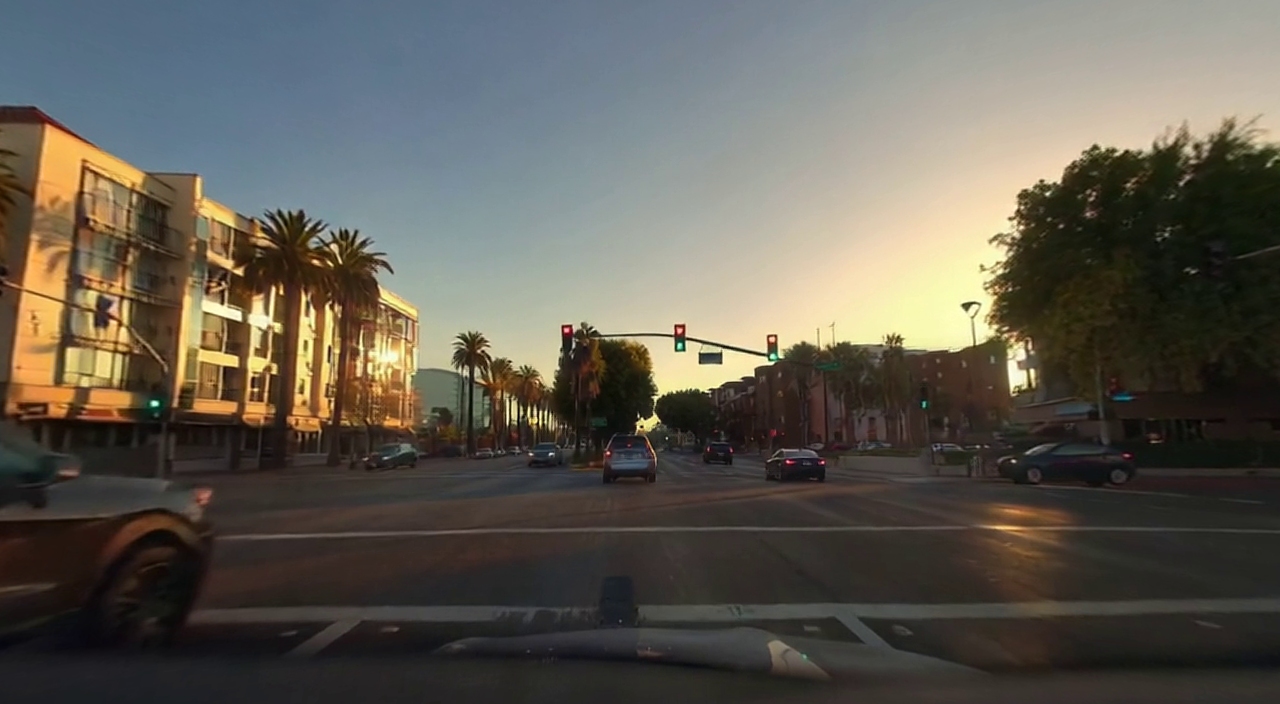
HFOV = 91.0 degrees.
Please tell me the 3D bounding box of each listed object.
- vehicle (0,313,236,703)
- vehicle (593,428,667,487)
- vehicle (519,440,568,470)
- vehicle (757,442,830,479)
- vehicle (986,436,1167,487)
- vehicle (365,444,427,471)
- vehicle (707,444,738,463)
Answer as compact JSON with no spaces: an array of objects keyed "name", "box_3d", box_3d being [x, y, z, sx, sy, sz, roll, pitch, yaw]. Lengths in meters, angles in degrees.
[{"name":"vehicle","box_3d":[-3.438,0.571,1.044,2.144,1.796,5.103,0,-8,0]},{"name":"vehicle","box_3d":[-0.313,3.592,21.775,2.277,1.816,4.192,0,-8,0]},{"name":"vehicle","box_3d":[-5.328,5.722,35.247,2.028,1.489,4.386,-3,-8,-1]},{"name":"vehicle","box_3d":[6.716,4.800,28.078,1.975,1.483,4.769,0,-8,-1]},{"name":"vehicle","box_3d":[15.357,3.867,22.467,4.722,1.695,2.121,-2,-9,11]},{"name":"vehicle","box_3d":[-14.837,6.430,38.543,1.850,1.544,4.858,0,-8,0]},{"name":"vehicle","box_3d":[6.408,7.873,49.050,1.777,1.443,3.942,0,-8,-2]}]
